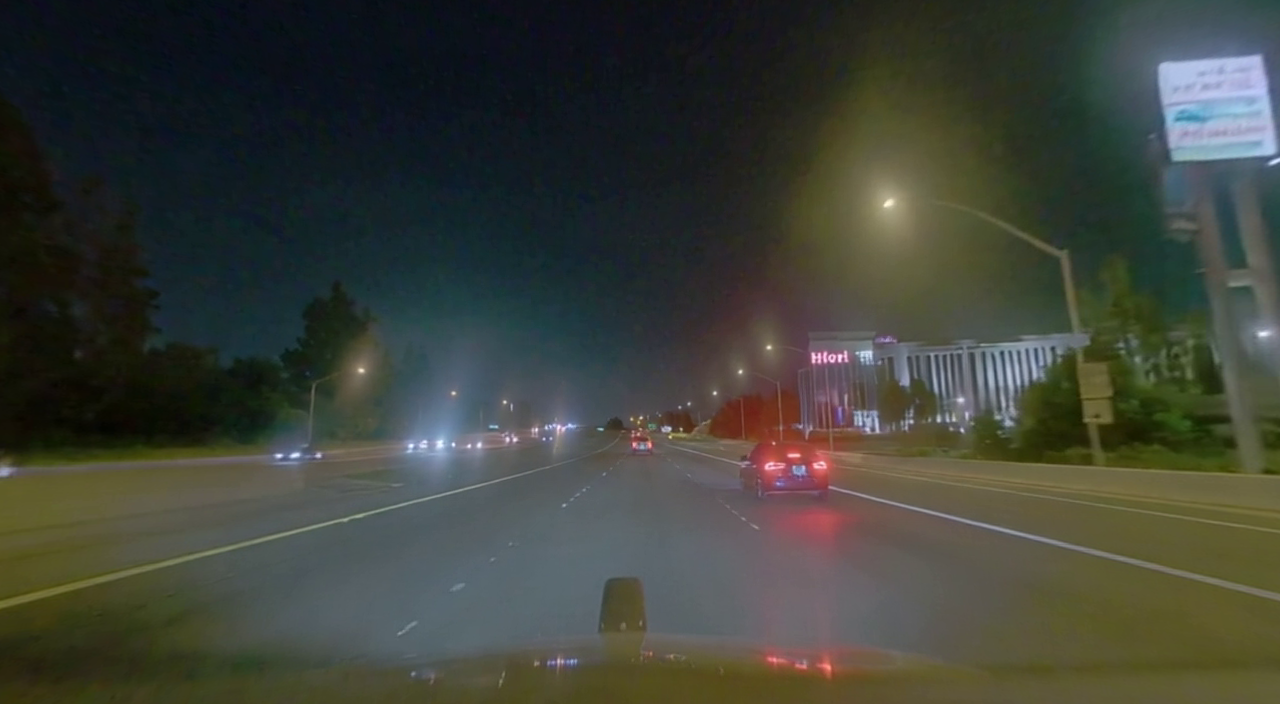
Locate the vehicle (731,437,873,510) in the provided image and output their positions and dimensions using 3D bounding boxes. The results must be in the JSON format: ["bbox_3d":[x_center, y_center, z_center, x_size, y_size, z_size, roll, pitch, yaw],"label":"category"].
[{"bbox_3d":[3.562,2.740,14.793,2.069,1.431,4.313,0,-8,-2],"label":"vehicle"}]
